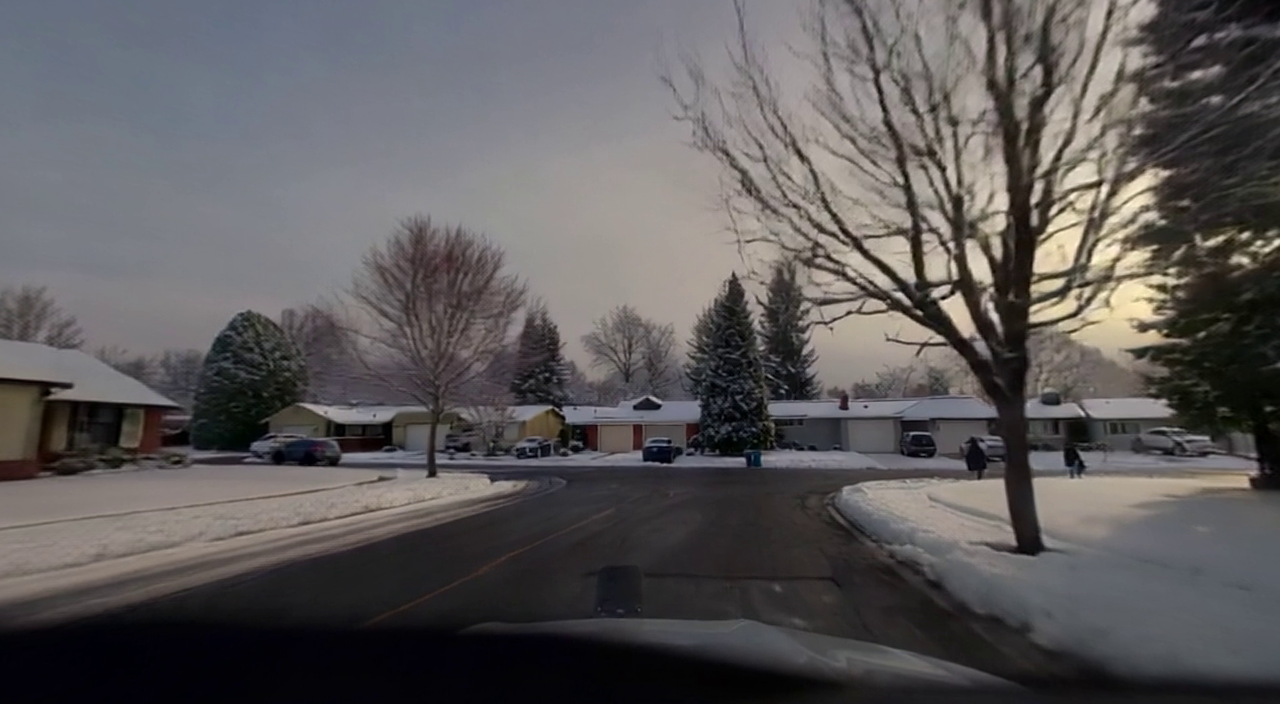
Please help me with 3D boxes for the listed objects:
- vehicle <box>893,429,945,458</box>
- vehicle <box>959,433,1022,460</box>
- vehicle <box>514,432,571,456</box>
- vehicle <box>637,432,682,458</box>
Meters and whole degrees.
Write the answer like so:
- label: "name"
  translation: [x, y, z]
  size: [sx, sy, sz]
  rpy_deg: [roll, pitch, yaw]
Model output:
- label: "vehicle"
  translation: [18.011, 5.951, 40.954]
  size: [1.937, 1.731, 4.179]
  rpy_deg: [-1, -9, 8]
- label: "vehicle"
  translation: [21.723, 5.901, 39.304]
  size: [1.873, 1.556, 4.216]
  rpy_deg: [-1, -9, 7]
- label: "vehicle"
  translation: [-7.288, 6.957, 47.619]
  size: [1.942, 1.700, 4.478]
  rpy_deg: [-4, -10, 27]
- label: "vehicle"
  translation: [1.401, 6.415, 43.477]
  size: [1.942, 1.651, 4.655]
  rpy_deg: [-3, -9, 17]
